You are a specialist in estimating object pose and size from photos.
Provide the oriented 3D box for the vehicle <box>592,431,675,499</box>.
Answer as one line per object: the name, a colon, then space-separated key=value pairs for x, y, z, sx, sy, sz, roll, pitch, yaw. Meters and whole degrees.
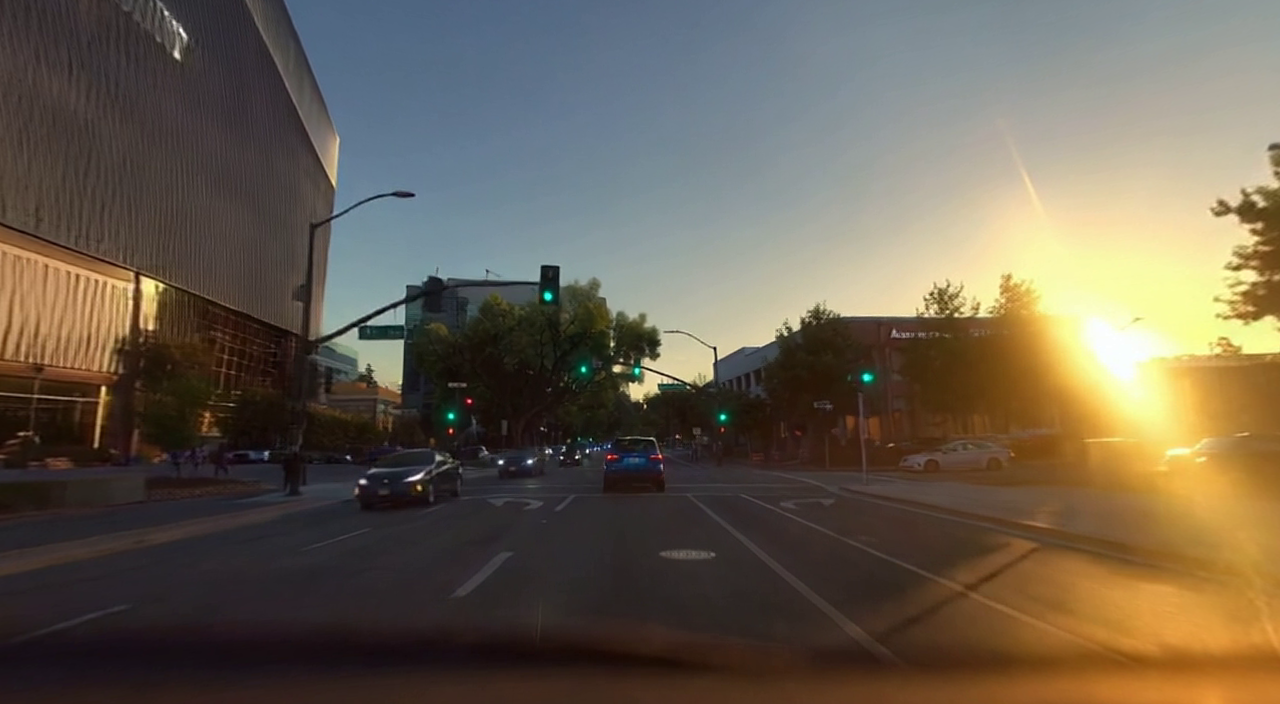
vehicle: x=-0.213 y=3.298 z=18.793 sx=2.183 sy=1.765 sz=4.059 roll=0 pitch=-8 yaw=-1

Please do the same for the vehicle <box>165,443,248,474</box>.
vehicle: x=-26.343 y=6.440 z=38.387 sx=4.393 sy=1.730 sz=2.151 roll=-5 pitch=-9 yaw=26

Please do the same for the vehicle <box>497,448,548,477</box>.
vehicle: x=-6.510 y=6.171 z=35.447 sx=1.934 sy=1.476 sz=4.457 roll=0 pitch=-8 yaw=1

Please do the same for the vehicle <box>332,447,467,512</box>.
vehicle: x=-6.237 y=3.320 z=17.004 sx=1.908 sy=1.475 sz=4.337 roll=0 pitch=-8 yaw=0

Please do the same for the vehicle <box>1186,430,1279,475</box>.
vehicle: x=25.102 y=3.946 z=24.914 sx=5.183 sy=1.650 sz=2.014 roll=0 pitch=-8 yaw=-1

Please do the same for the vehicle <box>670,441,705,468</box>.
vehicle: x=3.509 y=7.709 z=47.670 sx=2.113 sy=1.869 sz=5.322 roll=0 pitch=-8 yaw=-2
